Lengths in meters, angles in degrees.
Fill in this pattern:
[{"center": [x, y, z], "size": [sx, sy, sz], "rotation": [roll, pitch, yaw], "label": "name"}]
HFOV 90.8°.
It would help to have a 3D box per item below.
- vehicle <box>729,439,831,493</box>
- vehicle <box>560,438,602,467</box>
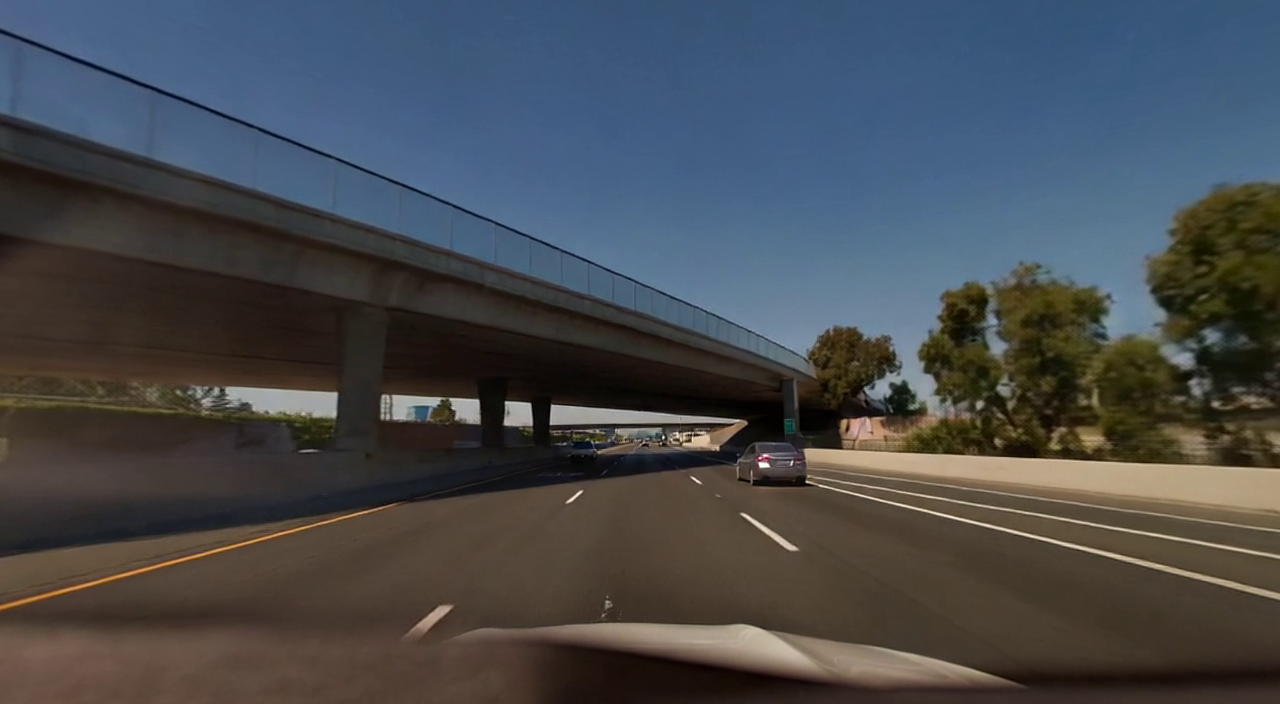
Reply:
[{"center": [4.150, 3.468, 19.556], "size": [2.060, 1.485, 4.274], "rotation": [0, -9, -1], "label": "vehicle"}, {"center": [-3.477, 6.063, 38.282], "size": [2.048, 1.618, 4.424], "rotation": [0, -9, 1], "label": "vehicle"}]
